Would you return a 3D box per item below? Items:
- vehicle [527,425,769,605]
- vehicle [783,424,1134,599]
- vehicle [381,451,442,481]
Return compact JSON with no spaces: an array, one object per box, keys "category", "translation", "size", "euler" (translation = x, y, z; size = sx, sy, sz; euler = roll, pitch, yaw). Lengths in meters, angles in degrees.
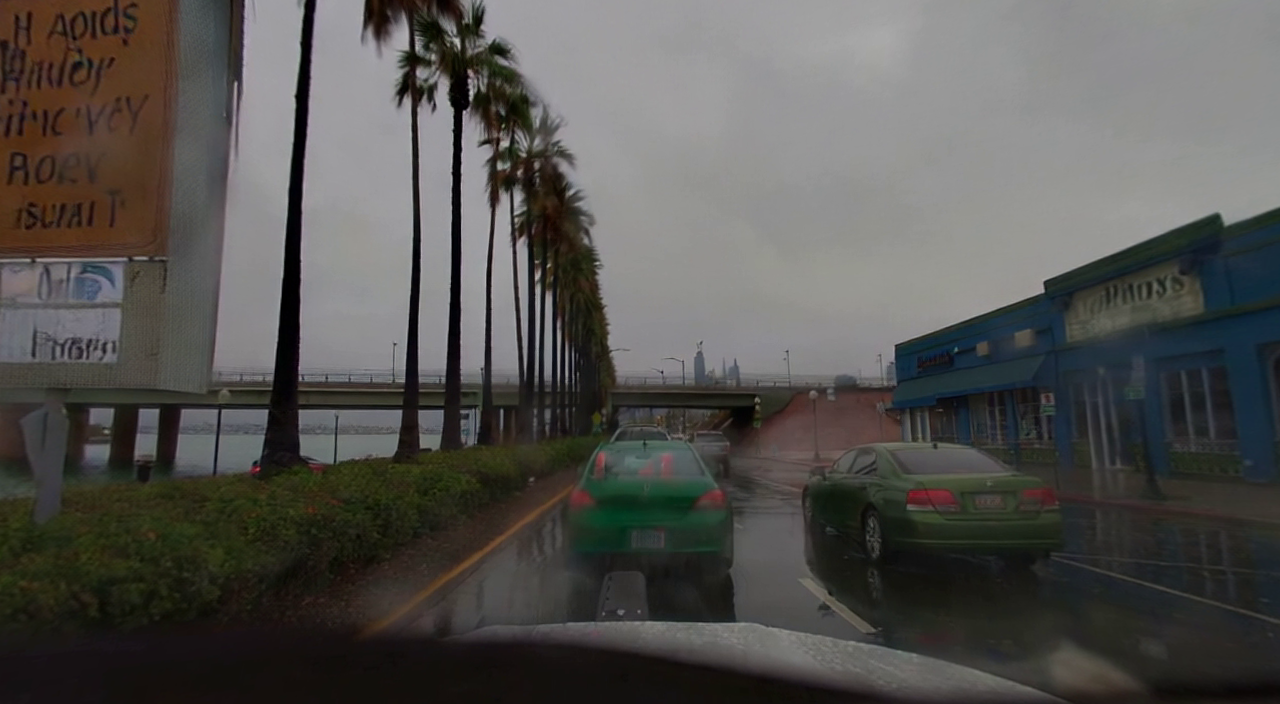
[{"category":"vehicle","translation":[0.062,1.669,7.275],"size":[2.048,1.503,3.681],"euler":[0,-9,0]},{"category":"vehicle","translation":[3.264,1.713,7.725],"size":[1.920,1.490,4.417],"euler":[0,-9,-1]},{"category":"vehicle","translation":[-14.949,7.470,41.669],"size":[2.104,1.802,4.852],"euler":[0,-9,1]}]
